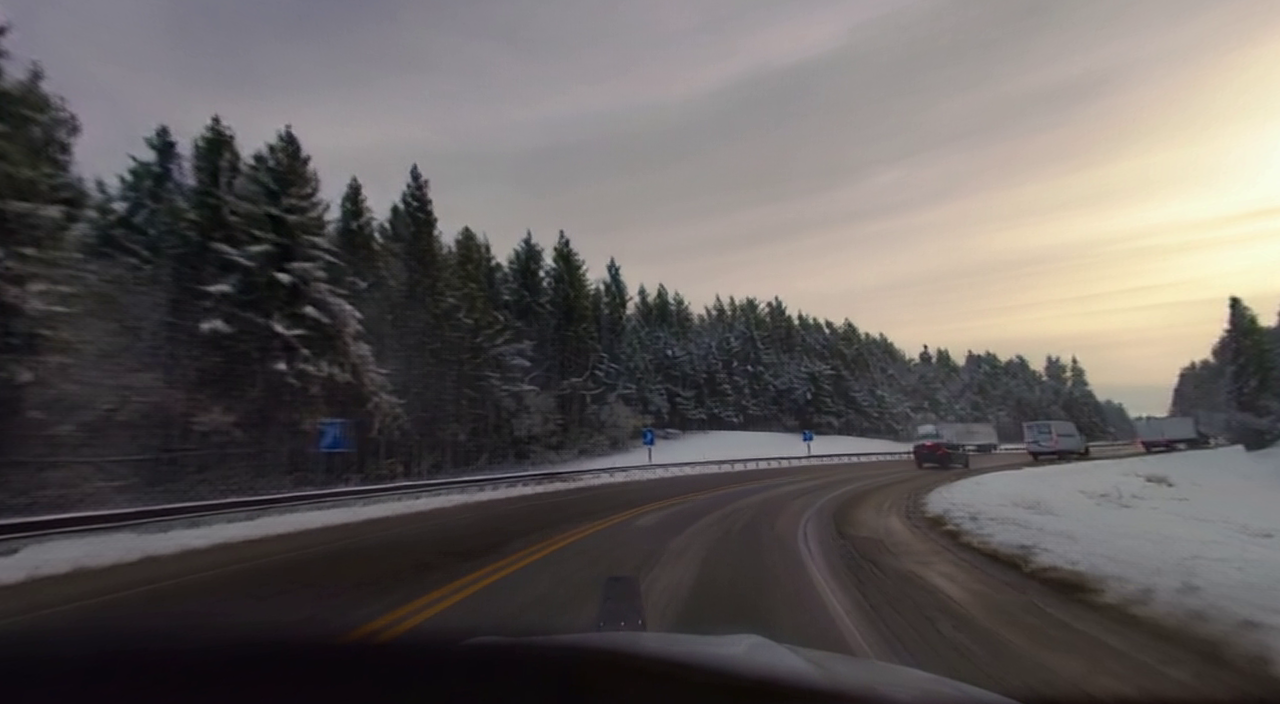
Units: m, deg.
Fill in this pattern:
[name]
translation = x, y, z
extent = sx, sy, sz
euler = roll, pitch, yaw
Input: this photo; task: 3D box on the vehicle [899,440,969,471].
[vehicle]
translation = 16.951, 5.946, 36.226
extent = 2.221, 1.674, 4.325
euler = -9, -13, 43
